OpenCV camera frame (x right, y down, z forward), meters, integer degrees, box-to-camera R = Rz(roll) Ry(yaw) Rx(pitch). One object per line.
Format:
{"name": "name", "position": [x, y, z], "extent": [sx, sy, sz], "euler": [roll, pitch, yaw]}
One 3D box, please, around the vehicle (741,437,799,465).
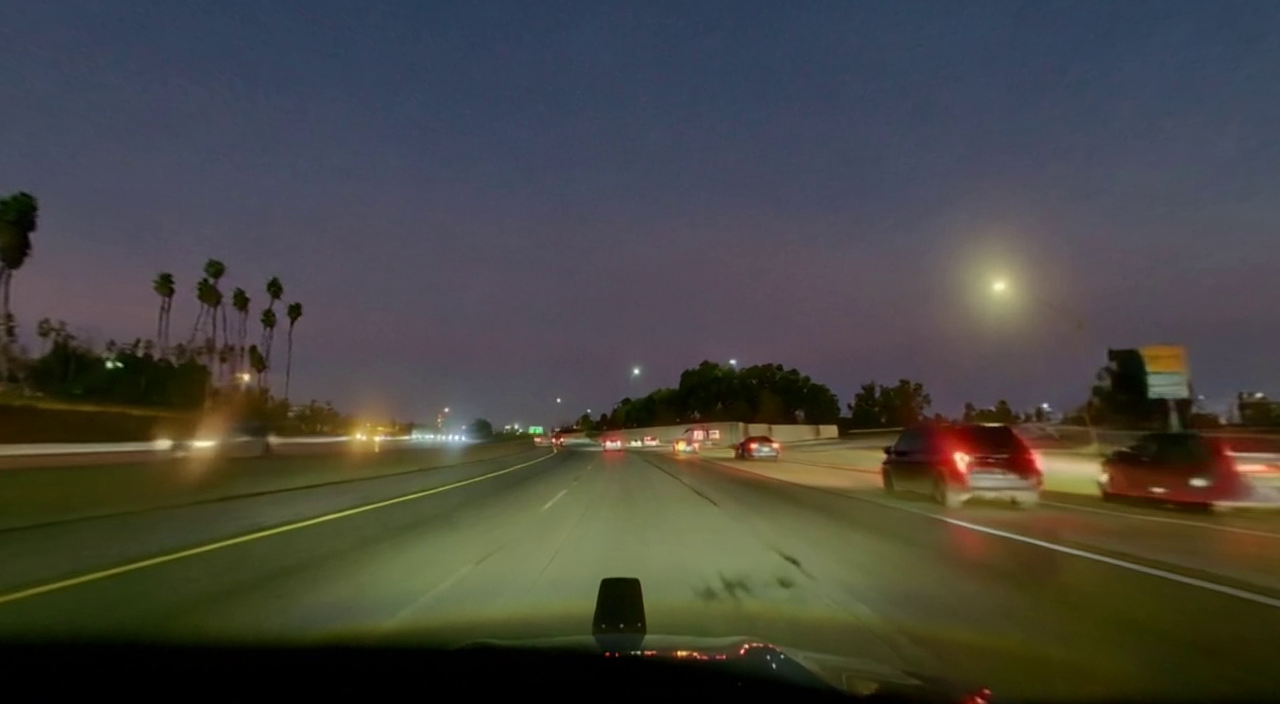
{"name": "vehicle", "position": [7.299, 5.612, 35.940], "extent": [2.110, 1.481, 4.511], "euler": [0, -8, -3]}

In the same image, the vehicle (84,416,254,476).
{"name": "vehicle", "position": [-15.009, 3.038, 20.531], "extent": [2.019, 1.712, 4.612], "euler": [0, -8, -1]}

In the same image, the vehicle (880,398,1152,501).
{"name": "vehicle", "position": [8.586, 2.375, 15.594], "extent": [2.622, 1.977, 6.537], "euler": [0, -8, -1]}
